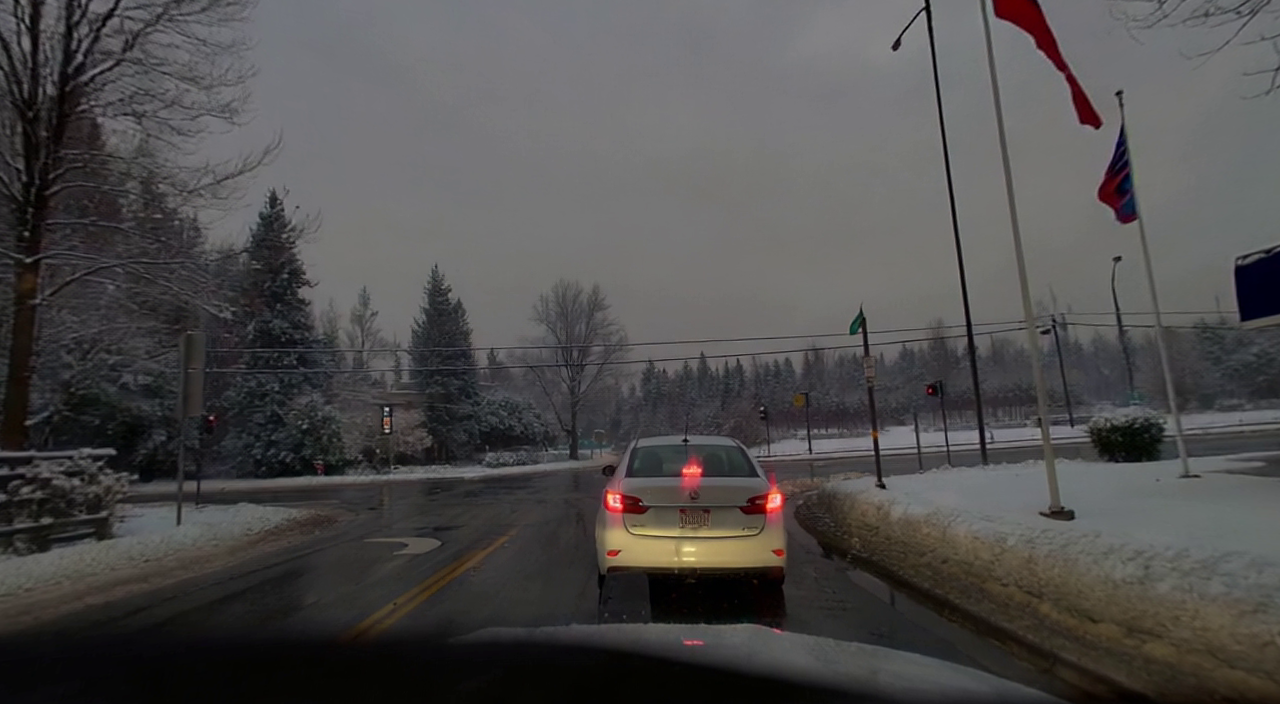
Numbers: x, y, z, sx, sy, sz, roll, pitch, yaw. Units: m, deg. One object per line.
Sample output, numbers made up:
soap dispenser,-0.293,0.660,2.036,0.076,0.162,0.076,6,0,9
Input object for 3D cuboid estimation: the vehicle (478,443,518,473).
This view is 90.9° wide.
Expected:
vehicle,-9.998,7.498,44.749,2.212,1.948,4.537,0,-9,-5

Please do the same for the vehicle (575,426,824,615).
vehicle,0.385,1.621,6.905,1.985,1.463,3.647,0,-9,-3
